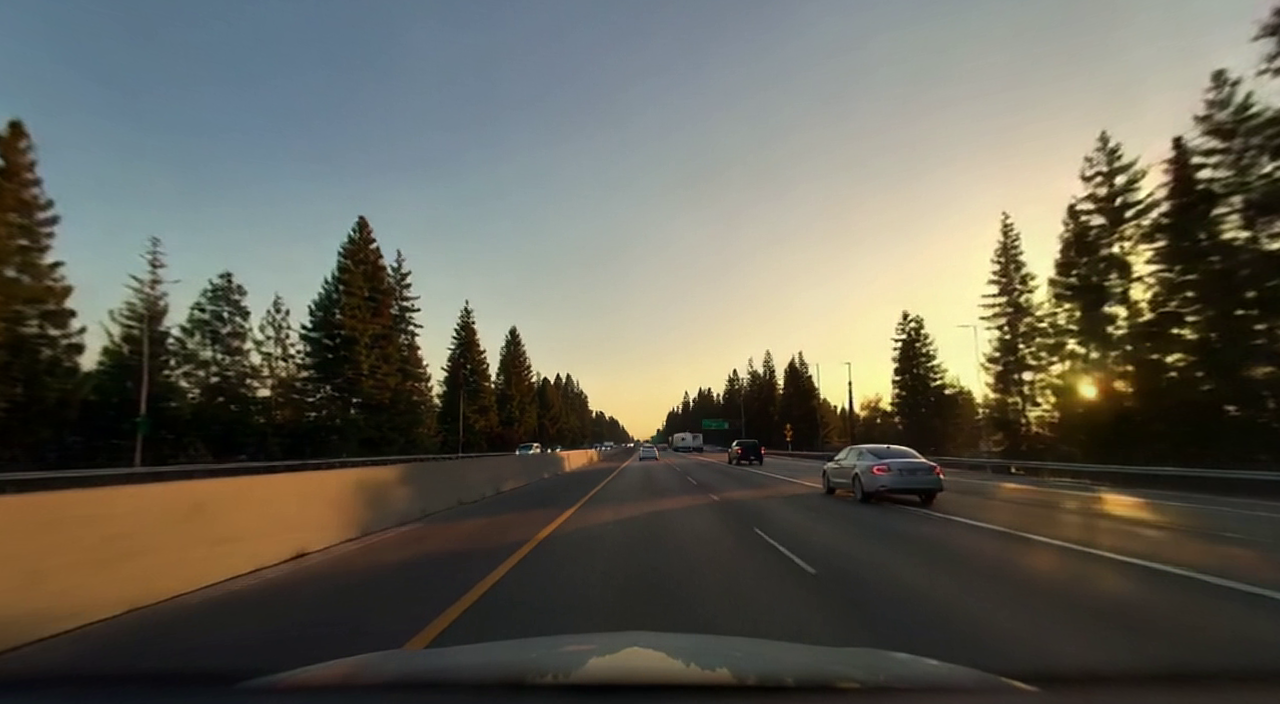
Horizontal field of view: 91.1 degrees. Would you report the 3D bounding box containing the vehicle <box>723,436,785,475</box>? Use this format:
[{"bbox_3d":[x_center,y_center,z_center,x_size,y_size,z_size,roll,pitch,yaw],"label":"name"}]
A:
[{"bbox_3d":[6.119,5.619,34.412,2.206,1.902,5.460,0,-8,-2],"label":"vehicle"}]

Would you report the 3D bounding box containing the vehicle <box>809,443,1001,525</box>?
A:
[{"bbox_3d":[5.404,2.717,13.683,1.904,1.453,4.789,0,-8,-3],"label":"vehicle"}]

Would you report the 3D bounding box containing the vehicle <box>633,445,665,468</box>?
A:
[{"bbox_3d":[0.596,7.181,43.491,2.052,1.472,4.295,0,-8,0],"label":"vehicle"}]
